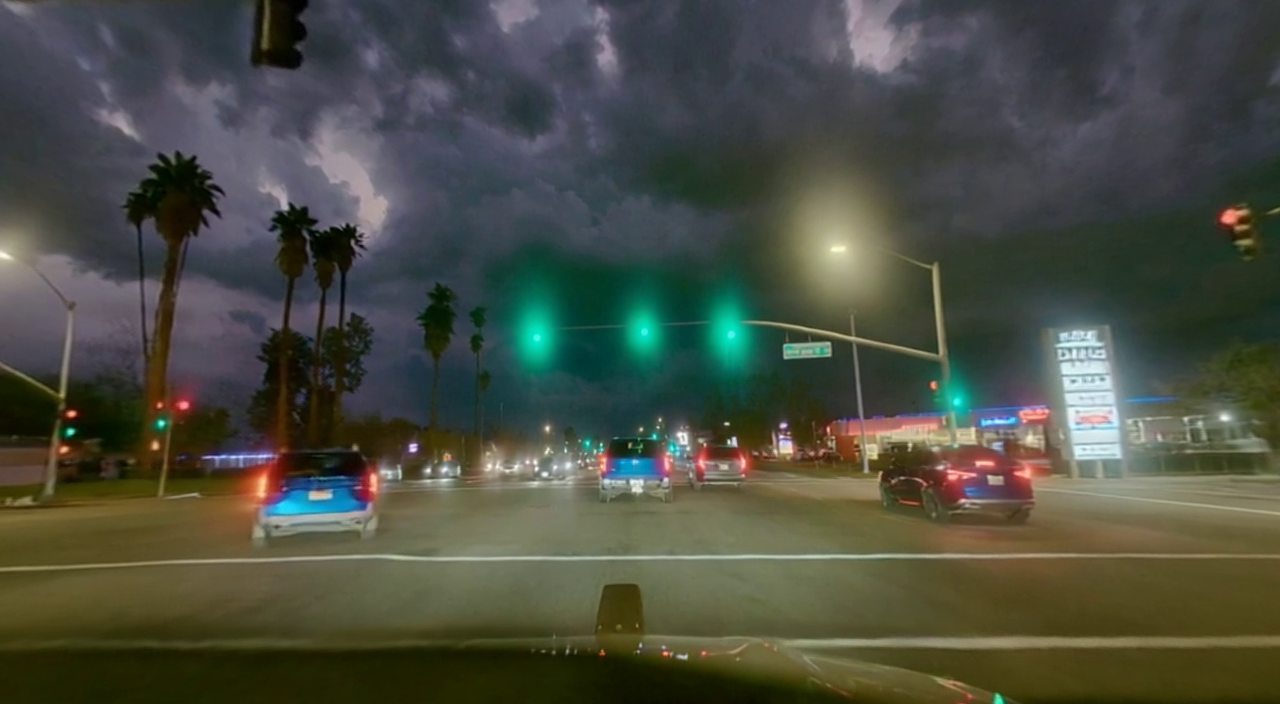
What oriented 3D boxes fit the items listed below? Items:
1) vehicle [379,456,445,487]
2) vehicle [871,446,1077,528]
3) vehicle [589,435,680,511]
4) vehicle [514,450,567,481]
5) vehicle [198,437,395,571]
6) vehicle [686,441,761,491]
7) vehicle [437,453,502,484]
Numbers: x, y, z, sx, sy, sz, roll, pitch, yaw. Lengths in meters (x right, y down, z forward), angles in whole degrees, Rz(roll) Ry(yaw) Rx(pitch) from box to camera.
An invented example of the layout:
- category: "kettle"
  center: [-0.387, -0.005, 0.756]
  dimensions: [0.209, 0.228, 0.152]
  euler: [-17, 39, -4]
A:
- category: "vehicle"
  center: [-11.880, 6.205, 33.146]
  dimensions: [1.850, 1.414, 4.184]
  euler: [0, -8, 1]
- category: "vehicle"
  center: [6.776, 2.734, 13.489]
  dimensions: [1.944, 1.447, 4.309]
  euler: [0, -8, -1]
- category: "vehicle"
  center: [-0.207, 3.191, 17.220]
  dimensions: [2.151, 1.787, 4.109]
  euler: [0, -8, -2]
- category: "vehicle"
  center: [-5.179, 5.971, 33.506]
  dimensions: [2.030, 1.441, 4.324]
  euler: [0, -8, 1]
- category: "vehicle"
  center: [-5.455, 2.262, 10.391]
  dimensions: [2.201, 1.644, 4.465]
  euler: [4, -9, -26]
- category: "vehicle"
  center: [3.043, 4.240, 23.866]
  dimensions: [2.112, 1.710, 4.234]
  euler: [0, -8, -2]
- category: "vehicle"
  center: [-8.572, 5.877, 32.141]
  dimensions: [2.061, 1.415, 4.289]
  euler: [0, -8, 1]
